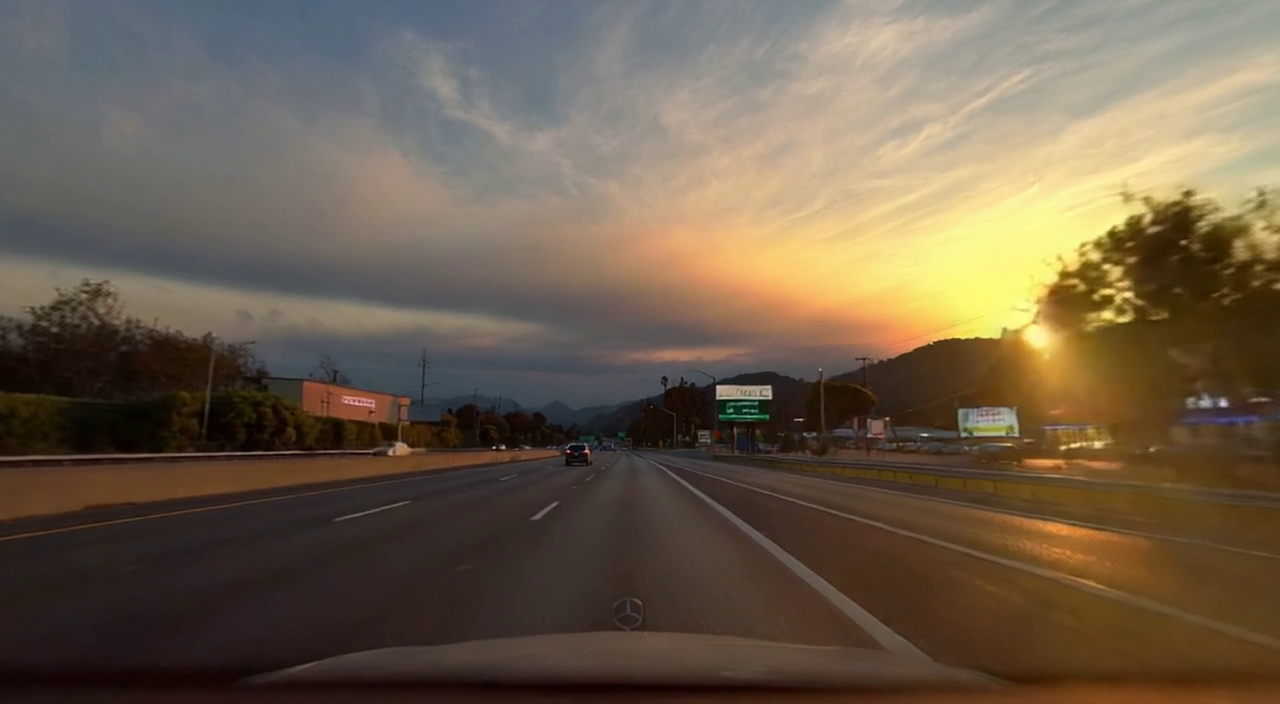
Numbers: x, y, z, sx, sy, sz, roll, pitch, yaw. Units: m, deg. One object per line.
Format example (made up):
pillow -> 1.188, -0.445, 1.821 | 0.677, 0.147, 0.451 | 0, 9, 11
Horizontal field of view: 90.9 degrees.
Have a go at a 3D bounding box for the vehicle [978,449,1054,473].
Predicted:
vehicle -> 29.556, 8.576, 49.868 | 1.972, 1.749, 5.464 | 2, -9, -10

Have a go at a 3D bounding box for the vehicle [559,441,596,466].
vehicle -> -4.559, 7.532, 47.175 | 2.236, 1.736, 5.585 | 0, -8, 0
